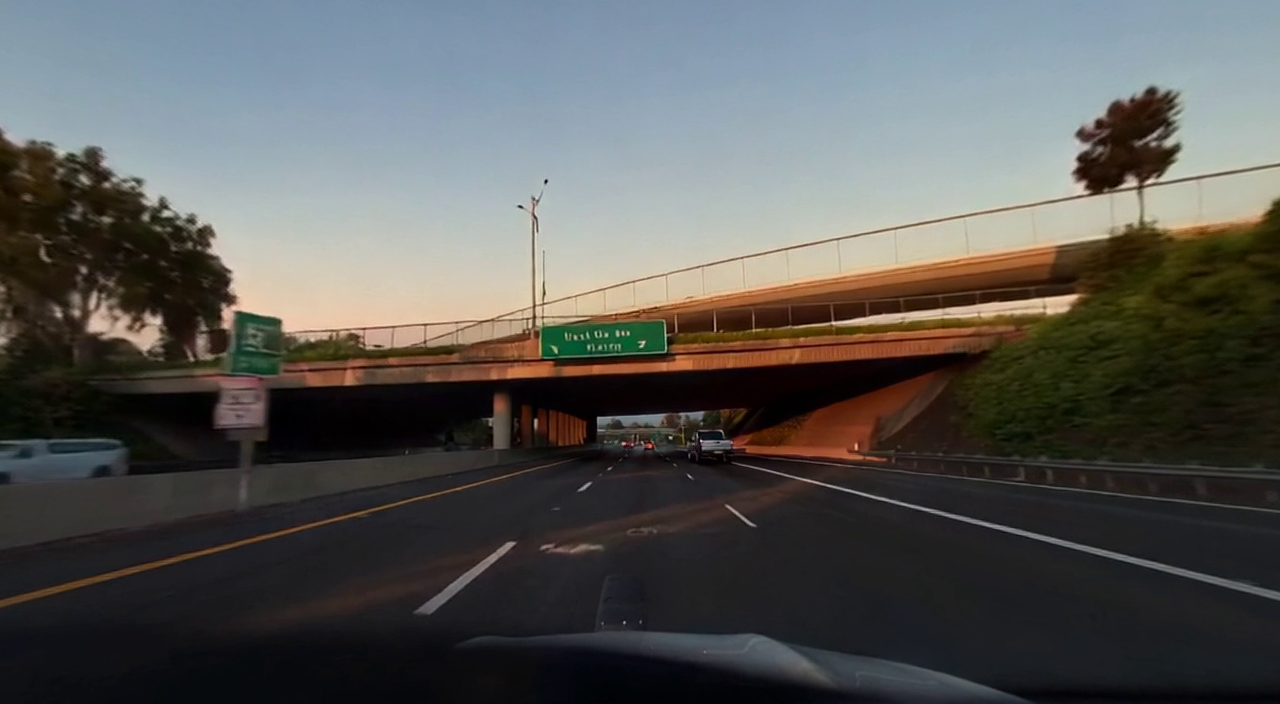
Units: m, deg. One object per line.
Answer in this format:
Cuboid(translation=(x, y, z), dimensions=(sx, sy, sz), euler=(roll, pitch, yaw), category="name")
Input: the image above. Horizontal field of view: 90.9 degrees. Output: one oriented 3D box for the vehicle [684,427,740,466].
Cuboid(translation=(4.021, 5.426, 36.171), dimensions=(2.505, 2.020, 5.532), euler=(0, -8, 0), category="vehicle")
